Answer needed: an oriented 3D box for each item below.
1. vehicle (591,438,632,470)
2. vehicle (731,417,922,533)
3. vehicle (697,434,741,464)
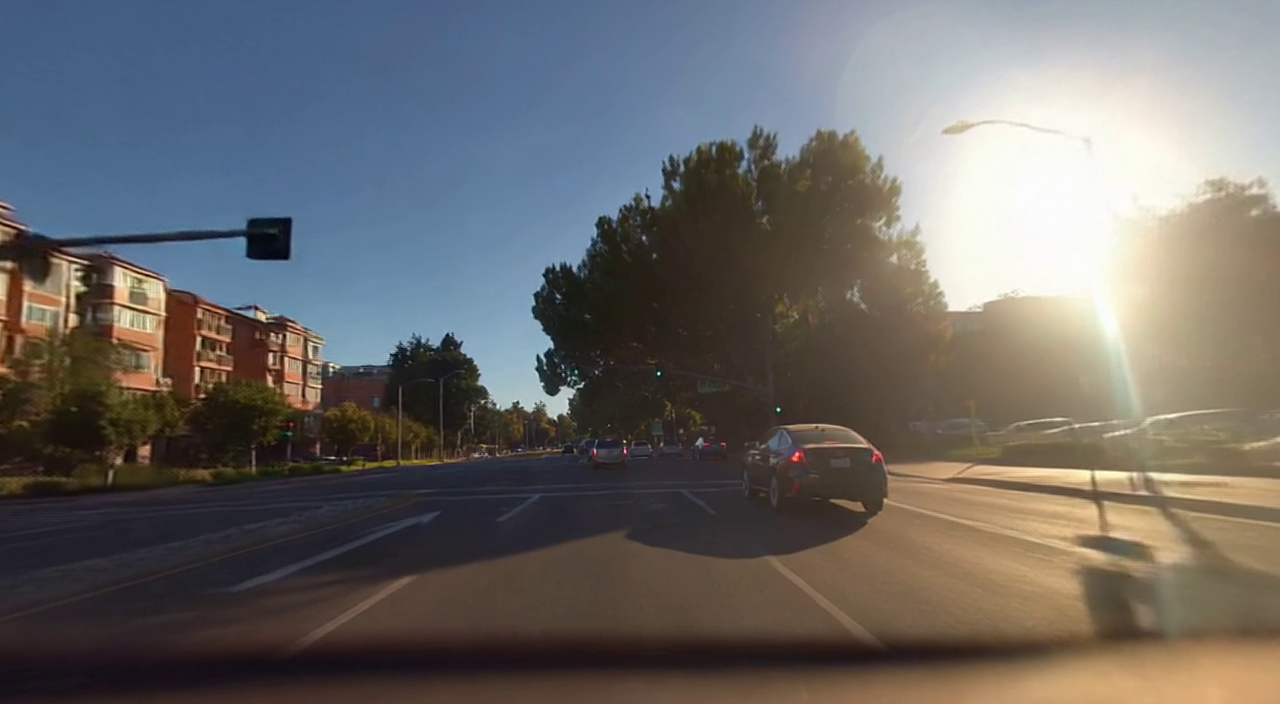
[{"bbox_3d":[-1.513,5.563,34.606,2.101,1.641,4.341,0,-8,-2],"label":"vehicle"},{"bbox_3d":[3.095,2.159,11.698,1.893,1.664,4.670,0,-8,-3],"label":"vehicle"},{"bbox_3d":[5.398,6.738,43.964,2.052,1.886,5.297,0,-8,-4],"label":"vehicle"}]
